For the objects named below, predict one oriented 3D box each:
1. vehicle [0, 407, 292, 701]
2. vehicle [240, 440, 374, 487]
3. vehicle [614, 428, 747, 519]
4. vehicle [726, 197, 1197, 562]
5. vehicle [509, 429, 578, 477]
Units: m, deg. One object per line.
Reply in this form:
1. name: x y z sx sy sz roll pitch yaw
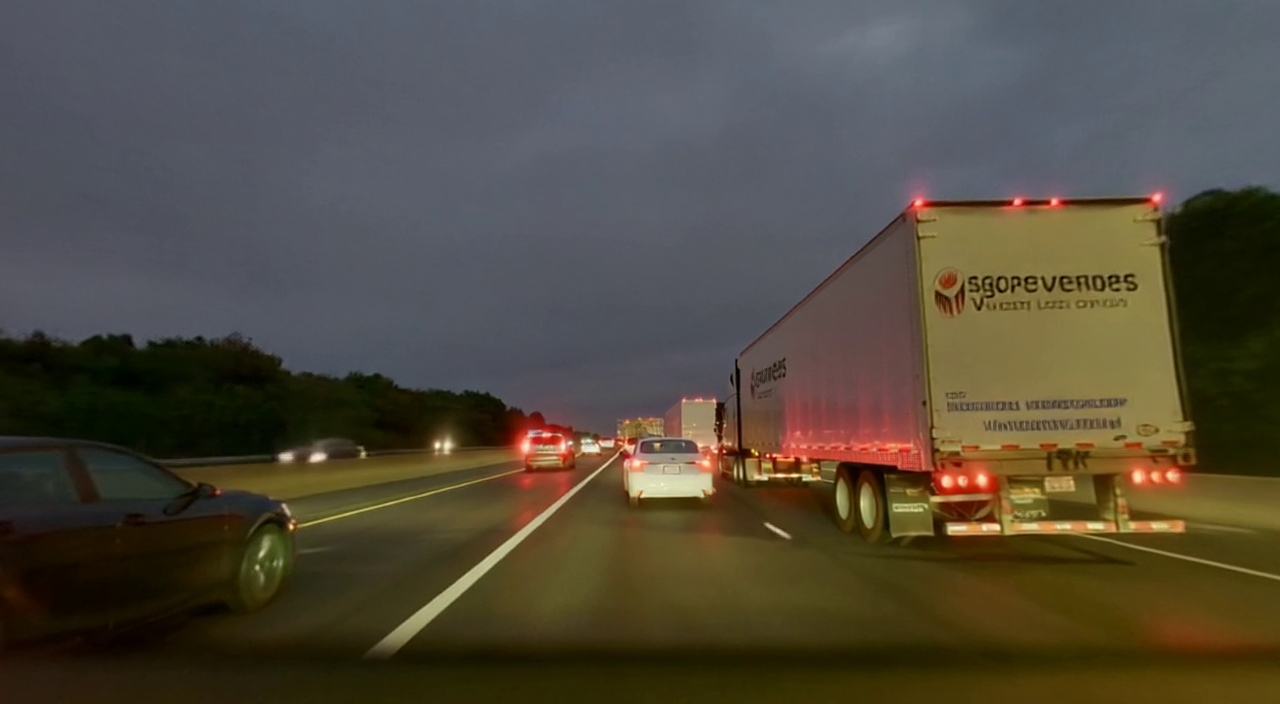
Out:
1. vehicle: -4.321 1.072 3.514 2.100 1.491 4.676 0 -8 0
2. vehicle: -11.283 3.766 21.833 2.037 1.397 4.817 0 -8 0
3. vehicle: 0.610 2.305 12.599 2.200 1.495 4.282 0 -8 -2
4. vehicle: 4.454 1.203 14.154 2.883 4.070 14.423 0 -8 -1
5. vehicle: -3.704 3.940 24.990 2.006 1.729 4.447 0 -8 0
